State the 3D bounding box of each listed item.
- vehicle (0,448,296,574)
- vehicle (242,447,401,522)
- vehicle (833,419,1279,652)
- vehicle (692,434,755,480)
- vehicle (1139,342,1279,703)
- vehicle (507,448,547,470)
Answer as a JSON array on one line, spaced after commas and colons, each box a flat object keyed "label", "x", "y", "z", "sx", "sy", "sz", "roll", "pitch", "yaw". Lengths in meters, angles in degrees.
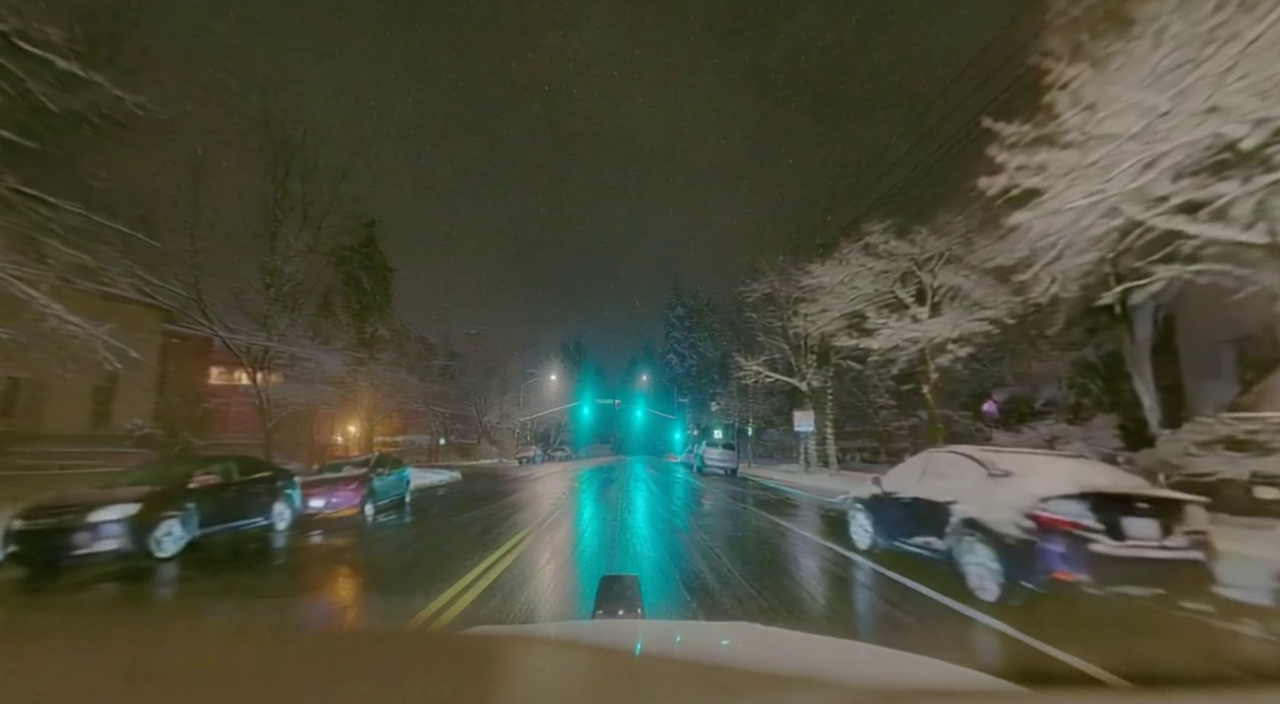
[{"label": "vehicle", "x": -7.694, "y": 2.341, "z": 10.195, "sx": 2.013, "sy": 1.550, "sz": 4.290, "roll": 0, "pitch": -8, "yaw": -3}, {"label": "vehicle", "x": -7.737, "y": 3.202, "z": 15.858, "sx": 1.965, "sy": 1.501, "sz": 3.892, "roll": -1, "pitch": -7, "yaw": 0}, {"label": "vehicle", "x": 3.821, "y": 1.623, "z": 6.652, "sx": 2.069, "sy": 1.494, "sz": 4.620, "roll": 3, "pitch": -9, "yaw": -1}, {"label": "vehicle", "x": 3.699, "y": 4.756, "z": 28.876, "sx": 2.034, "sy": 1.906, "sz": 4.653, "roll": 0, "pitch": -8, "yaw": -2}, {"label": "vehicle", "x": 3.968, "y": 0.570, "z": 0.917, "sx": 2.148, "sy": 1.777, "sz": 5.196, "roll": 0, "pitch": -8, "yaw": -1}, {"label": "vehicle", "x": -8.109, "y": 7.675, "z": 45.591, "sx": 2.083, "sy": 1.454, "sz": 4.603, "roll": 0, "pitch": -8, "yaw": -1}]
